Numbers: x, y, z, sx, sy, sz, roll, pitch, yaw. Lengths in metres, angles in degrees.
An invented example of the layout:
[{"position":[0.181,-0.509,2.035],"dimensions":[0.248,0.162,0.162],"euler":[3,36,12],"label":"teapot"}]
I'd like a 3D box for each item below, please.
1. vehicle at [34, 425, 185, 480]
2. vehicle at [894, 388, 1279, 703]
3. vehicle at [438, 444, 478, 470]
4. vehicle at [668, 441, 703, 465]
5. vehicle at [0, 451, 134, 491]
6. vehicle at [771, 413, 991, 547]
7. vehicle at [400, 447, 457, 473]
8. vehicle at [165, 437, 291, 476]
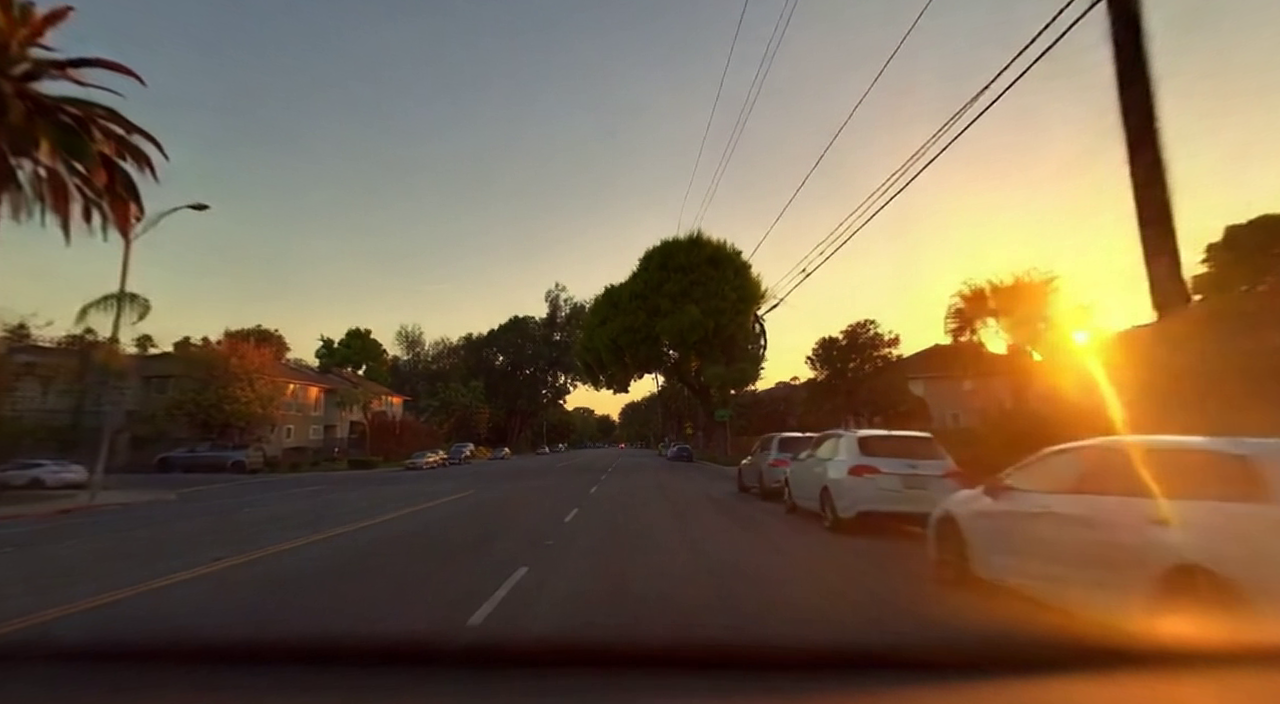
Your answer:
[{"position":[-29.334,5.563,35.096],"dimensions":[6.108,2.900,2.298],"euler":[0,-9,1],"label":"vehicle"},{"position":[3.770,1.210,4.318],"dimensions":[1.878,1.625,4.826],"euler":[0,-9,-2],"label":"vehicle"},{"position":[-13.745,7.929,47.901],"dimensions":[1.844,1.764,4.183],"euler":[-1,-7,0],"label":"vehicle"},{"position":[3.346,7.580,47.574],"dimensions":[2.221,1.718,5.192],"euler":[0,-9,0],"label":"vehicle"},{"position":[-23.587,4.705,25.193],"dimensions":[4.946,1.518,2.115],"euler":[0,-9,1],"label":"vehicle"},{"position":[3.757,2.099,10.957],"dimensions":[1.912,1.790,4.715],"euler":[0,-9,0],"label":"vehicle"},{"position":[-13.759,7.010,41.297],"dimensions":[2.131,1.492,4.310],"euler":[-1,-7,2],"label":"vehicle"},{"position":[-22.767,5.786,35.074],"dimensions":[5.386,2.043,2.124],"euler":[0,-9,-1],"label":"vehicle"}]
